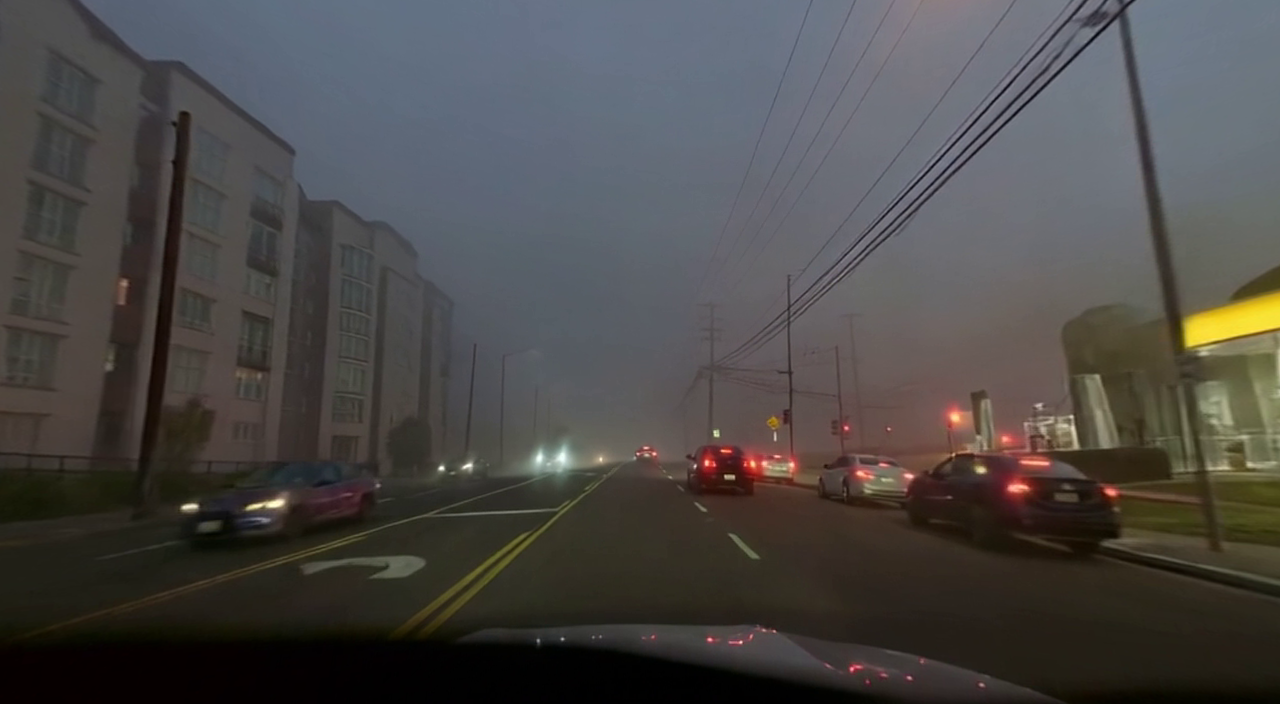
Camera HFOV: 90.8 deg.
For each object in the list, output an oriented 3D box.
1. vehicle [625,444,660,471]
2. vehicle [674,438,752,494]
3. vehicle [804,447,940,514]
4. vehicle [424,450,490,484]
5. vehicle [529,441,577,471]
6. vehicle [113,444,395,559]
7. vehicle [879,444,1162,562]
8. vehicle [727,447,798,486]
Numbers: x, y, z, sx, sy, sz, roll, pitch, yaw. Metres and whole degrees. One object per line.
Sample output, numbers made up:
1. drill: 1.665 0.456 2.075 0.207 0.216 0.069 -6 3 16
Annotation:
1. vehicle: 0.210 6.345 38.203 1.999 1.487 3.939 0 -8 1
2. vehicle: 2.289 3.697 20.933 1.945 1.647 4.160 0 -8 -2
3. vehicle: 5.846 3.262 16.605 1.841 1.475 4.518 0 -8 0
4. vehicle: -8.860 5.584 30.998 1.840 1.501 4.563 0 -8 1
5. vehicle: -5.716 6.952 42.421 2.241 1.880 5.665 -1 -8 2
6. vehicle: -5.983 2.313 10.583 2.033 1.495 4.216 0 -8 0
7. vehicle: 5.813 2.300 10.511 1.914 1.513 4.474 0 -8 0
8. vehicle: 5.155 4.863 27.176 1.910 1.477 4.205 0 -8 -4
